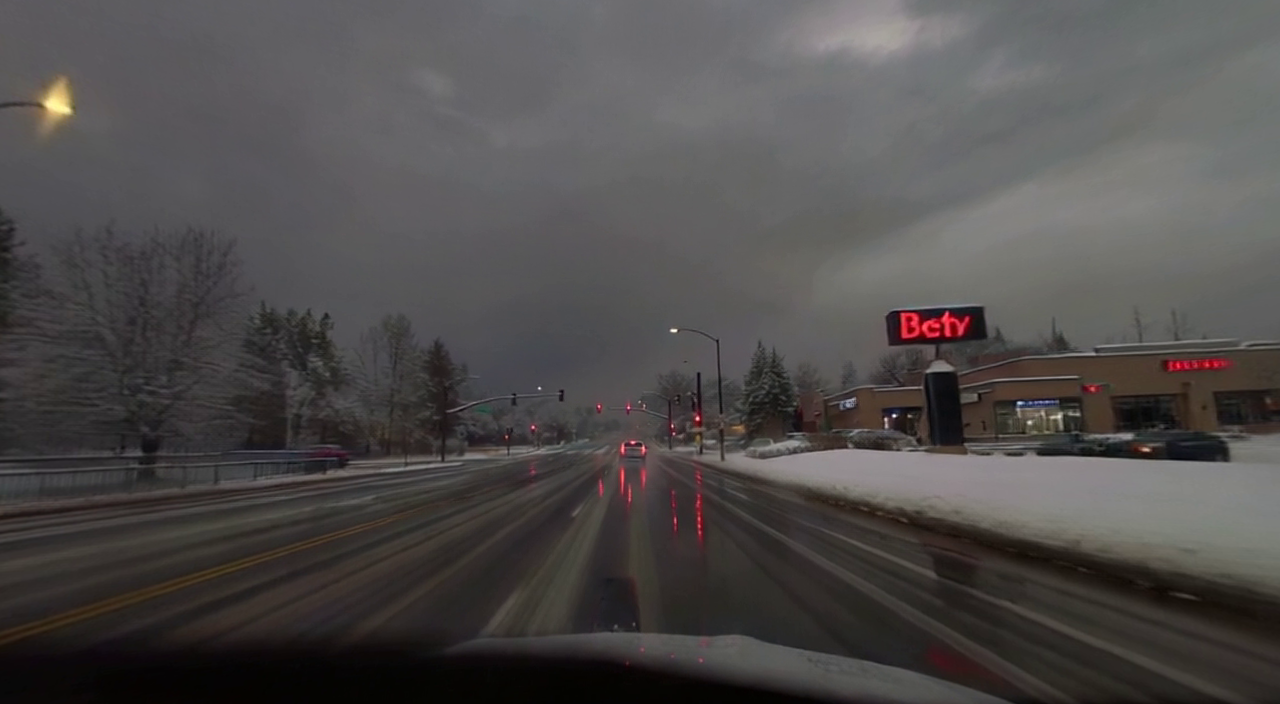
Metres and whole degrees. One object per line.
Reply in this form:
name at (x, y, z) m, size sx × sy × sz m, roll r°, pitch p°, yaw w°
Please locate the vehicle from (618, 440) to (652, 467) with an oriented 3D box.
vehicle at (-0.343, 6.497, 40.535) m, size 2.024 × 1.628 × 4.774 m, roll 0°, pitch -8°, yaw -1°
